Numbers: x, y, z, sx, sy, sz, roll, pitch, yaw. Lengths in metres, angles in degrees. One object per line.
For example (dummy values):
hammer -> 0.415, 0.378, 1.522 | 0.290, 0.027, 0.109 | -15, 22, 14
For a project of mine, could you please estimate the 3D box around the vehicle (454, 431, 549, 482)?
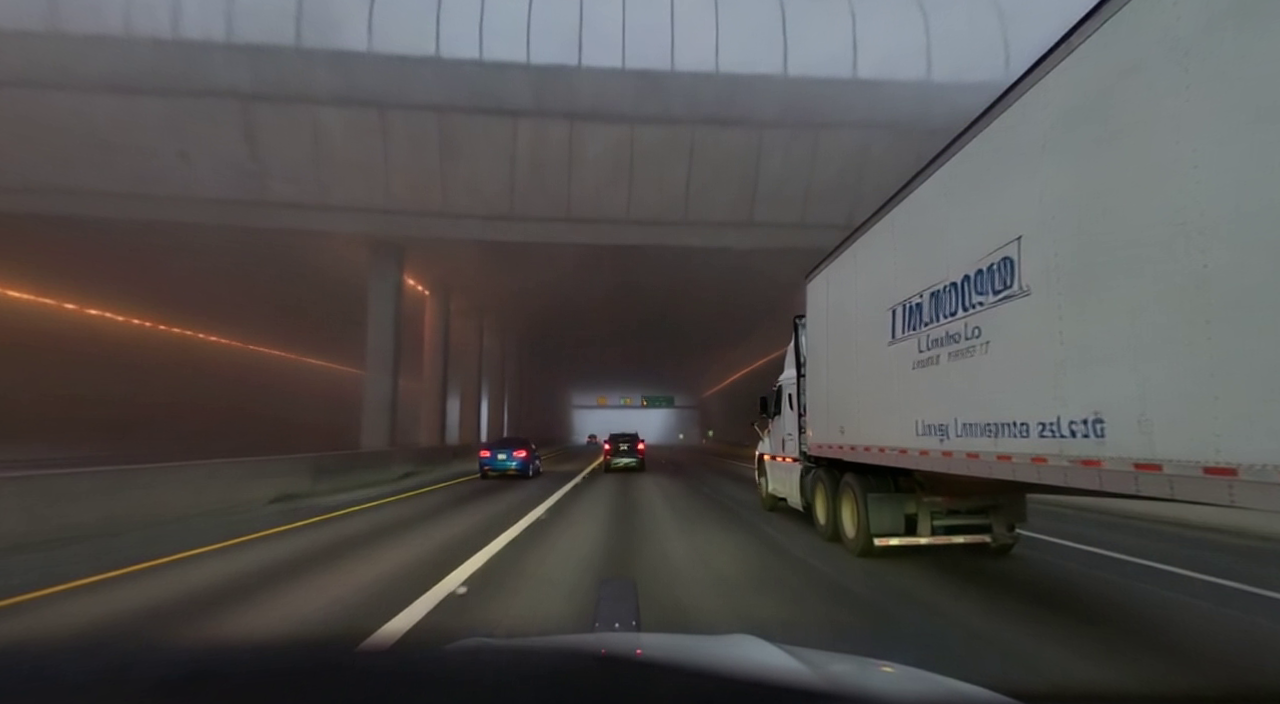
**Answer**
vehicle -> -4.226, 3.247, 20.013 | 2.019, 1.435, 4.317 | 0, -8, 0

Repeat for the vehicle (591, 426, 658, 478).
vehicle -> -0.509, 3.382, 21.545 | 2.094, 1.600, 3.666 | 0, -8, -1

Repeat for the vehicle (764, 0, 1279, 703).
vehicle -> 3.858, -0.053, 4.553 | 2.842, 4.108, 14.081 | 0, -8, -1
